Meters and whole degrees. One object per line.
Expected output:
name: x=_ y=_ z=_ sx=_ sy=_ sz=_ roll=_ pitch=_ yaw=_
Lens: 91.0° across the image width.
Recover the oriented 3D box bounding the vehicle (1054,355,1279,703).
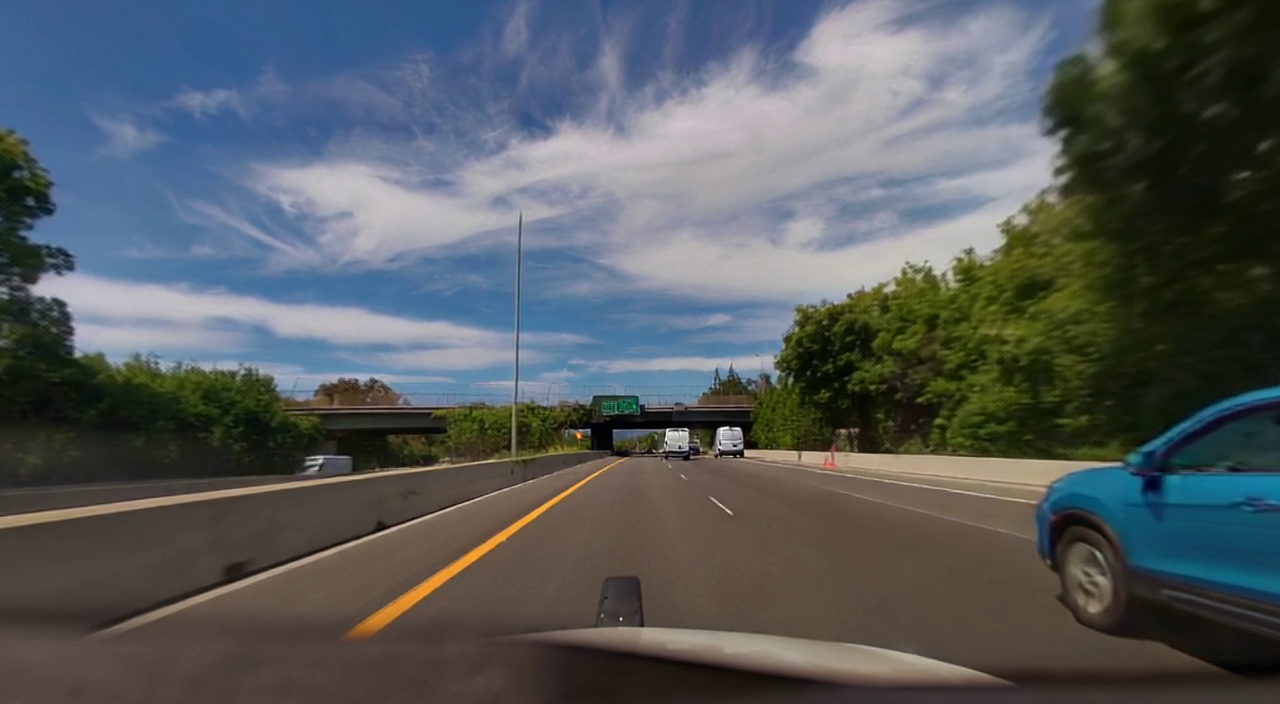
vehicle: x=4.038 y=0.747 z=2.139 sx=2.148 sy=1.691 sz=4.443 roll=0 pitch=-8 yaw=-1
